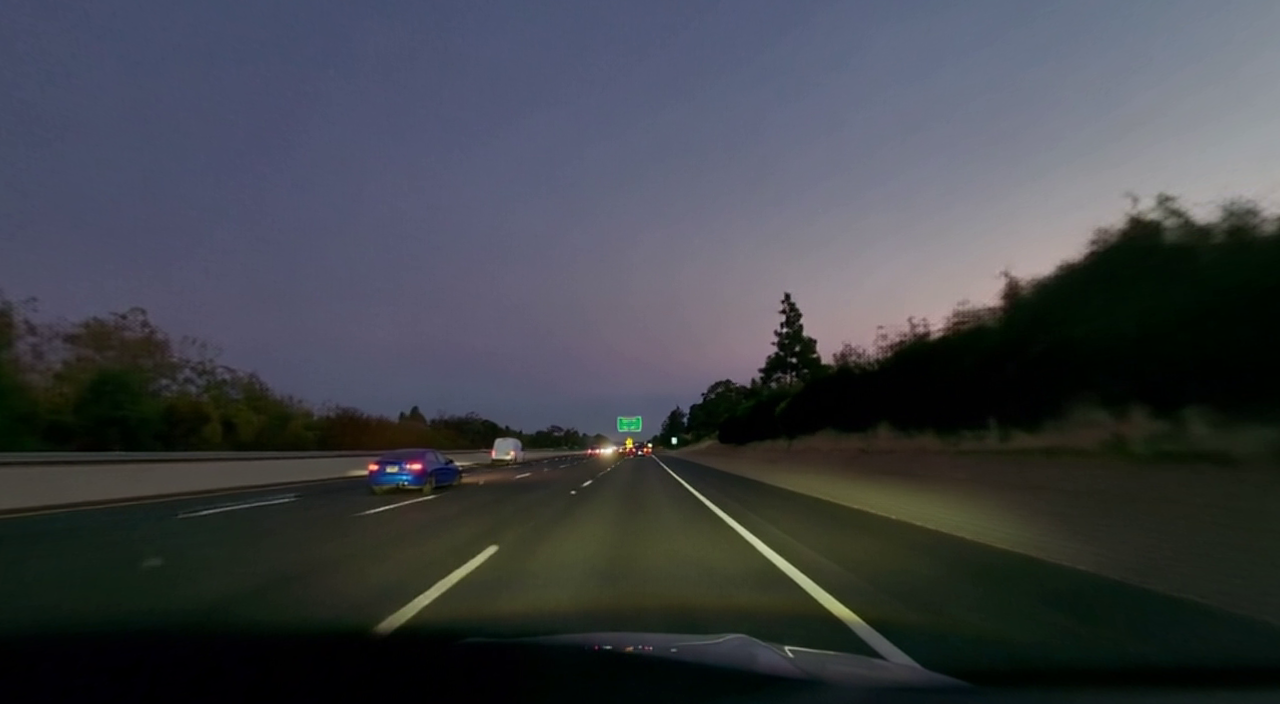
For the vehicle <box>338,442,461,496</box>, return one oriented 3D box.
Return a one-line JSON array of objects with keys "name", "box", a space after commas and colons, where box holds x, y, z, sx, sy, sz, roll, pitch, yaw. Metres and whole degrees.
[{"name": "vehicle", "box": [-7.399, 3.636, 20.031, 1.981, 1.486, 4.735, 0, -8, 1]}]
